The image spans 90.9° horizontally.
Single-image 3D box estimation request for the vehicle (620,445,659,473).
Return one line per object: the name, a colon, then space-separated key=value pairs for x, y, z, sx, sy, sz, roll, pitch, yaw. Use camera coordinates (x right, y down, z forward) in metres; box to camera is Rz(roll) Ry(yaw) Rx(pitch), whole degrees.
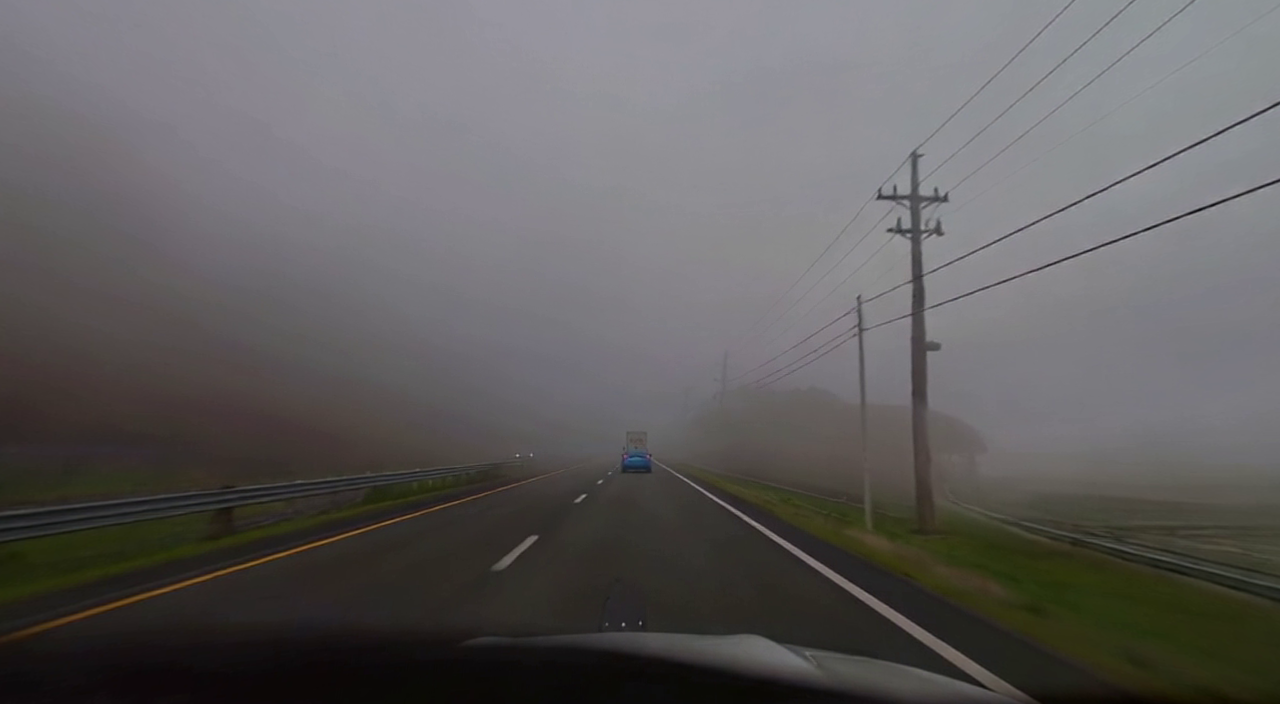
vehicle: x=-0.068 y=6.111 z=36.009 sx=2.080 sy=1.486 sz=3.813 roll=0 pitch=-9 yaw=-1
